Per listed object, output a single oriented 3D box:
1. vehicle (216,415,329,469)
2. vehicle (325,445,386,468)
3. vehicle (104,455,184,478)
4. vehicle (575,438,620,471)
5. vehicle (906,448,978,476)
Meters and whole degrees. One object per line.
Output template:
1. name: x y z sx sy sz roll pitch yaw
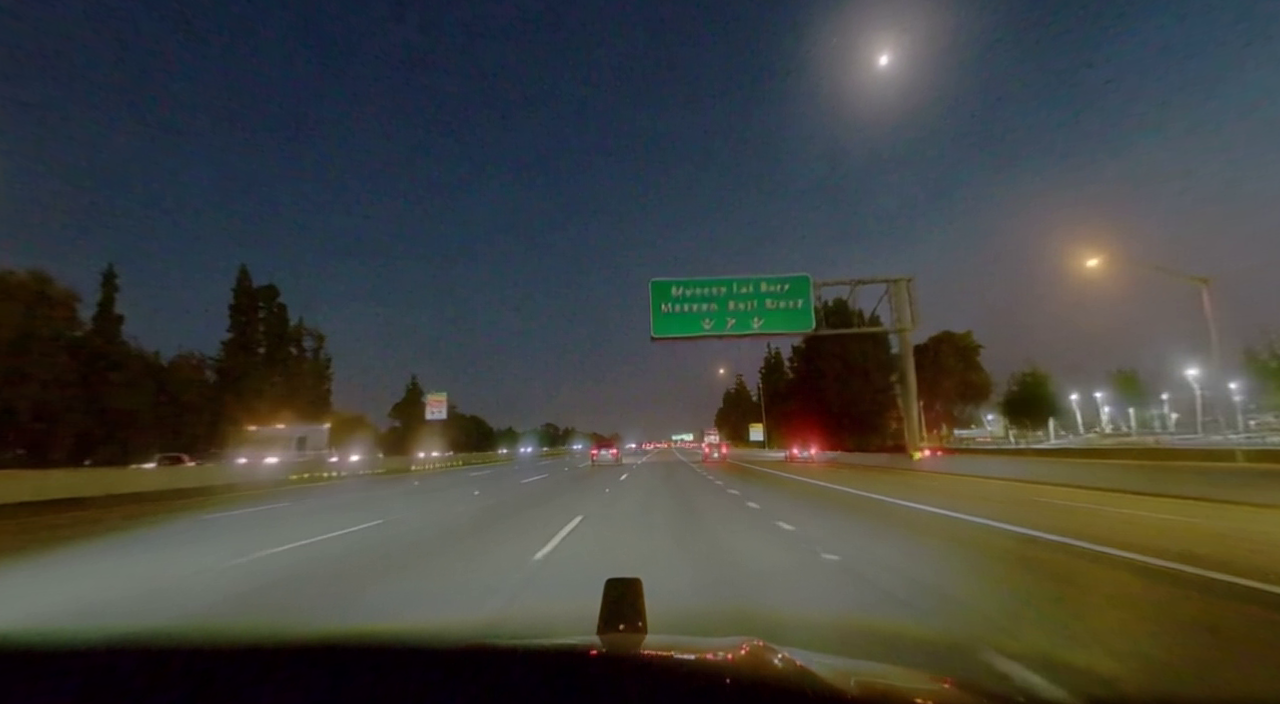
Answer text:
1. vehicle: -23.065 5.726 40.094 2.786 3.101 6.737 -1 -8 3
2. vehicle: -18.927 6.947 42.126 1.949 1.447 4.275 -1 -8 2
3. vehicle: -34.385 7.904 43.909 1.772 1.426 4.570 0 -8 1
4. vehicle: -2.330 5.796 35.766 2.196 1.733 4.355 0 -8 1
5. vehicle: 17.626 6.394 37.088 1.818 1.497 4.469 0 -8 -3
